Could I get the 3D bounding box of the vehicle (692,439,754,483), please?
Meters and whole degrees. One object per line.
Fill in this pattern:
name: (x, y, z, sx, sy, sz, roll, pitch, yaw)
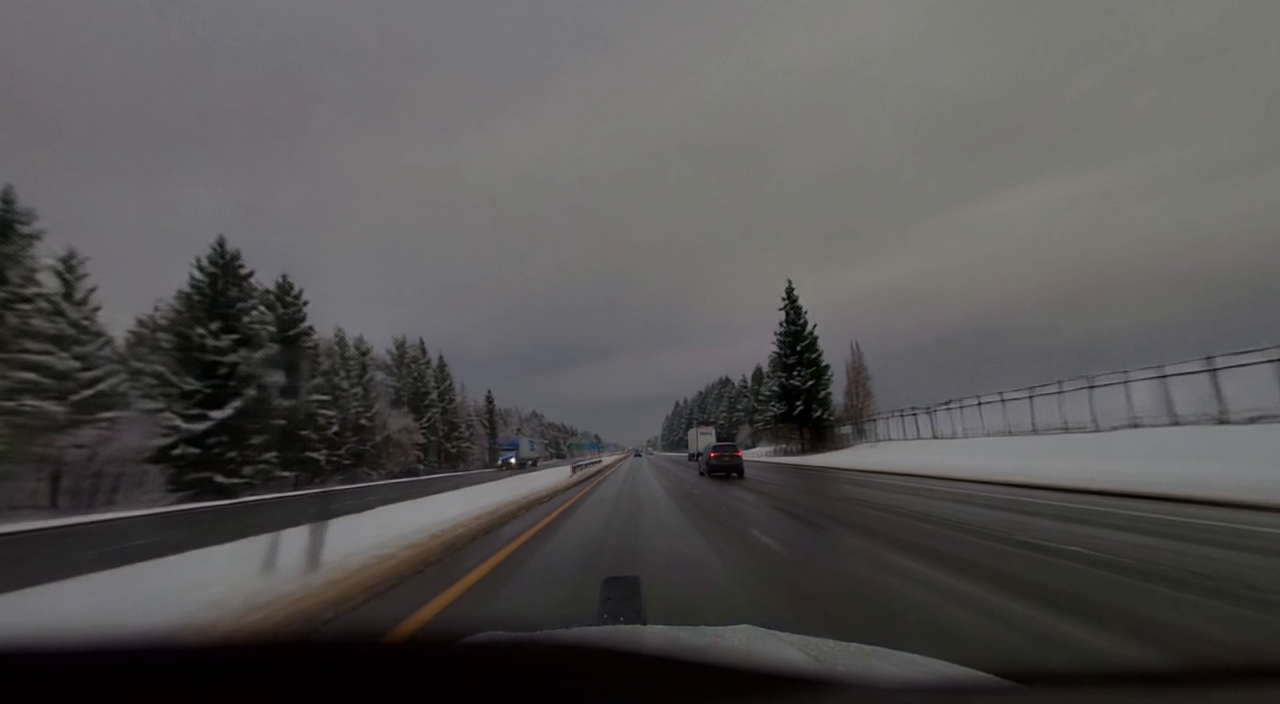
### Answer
vehicle: (3.561, 4.791, 27.917, 2.093, 1.742, 4.167, 0, -9, -1)
